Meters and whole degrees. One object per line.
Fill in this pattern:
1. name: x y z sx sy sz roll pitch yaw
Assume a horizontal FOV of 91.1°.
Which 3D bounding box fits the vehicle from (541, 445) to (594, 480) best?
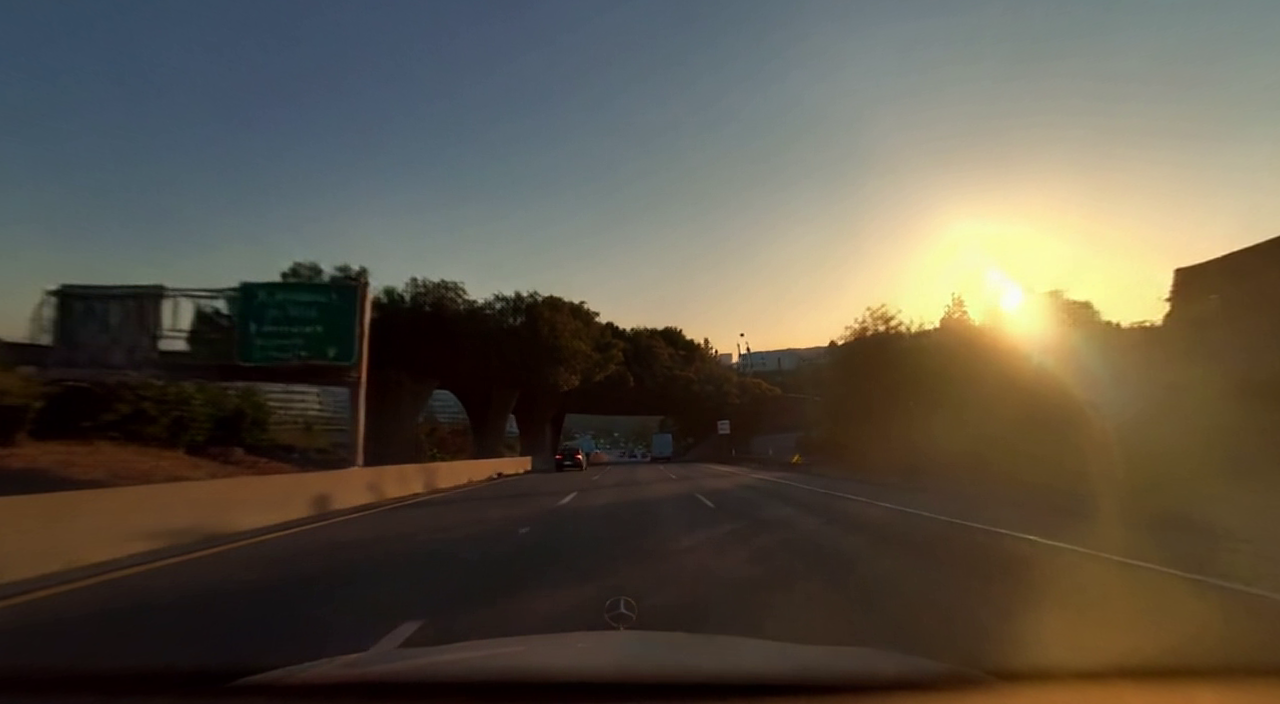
1. vehicle: -3.361 5.229 30.027 2.100 1.525 4.179 0 -9 -1
